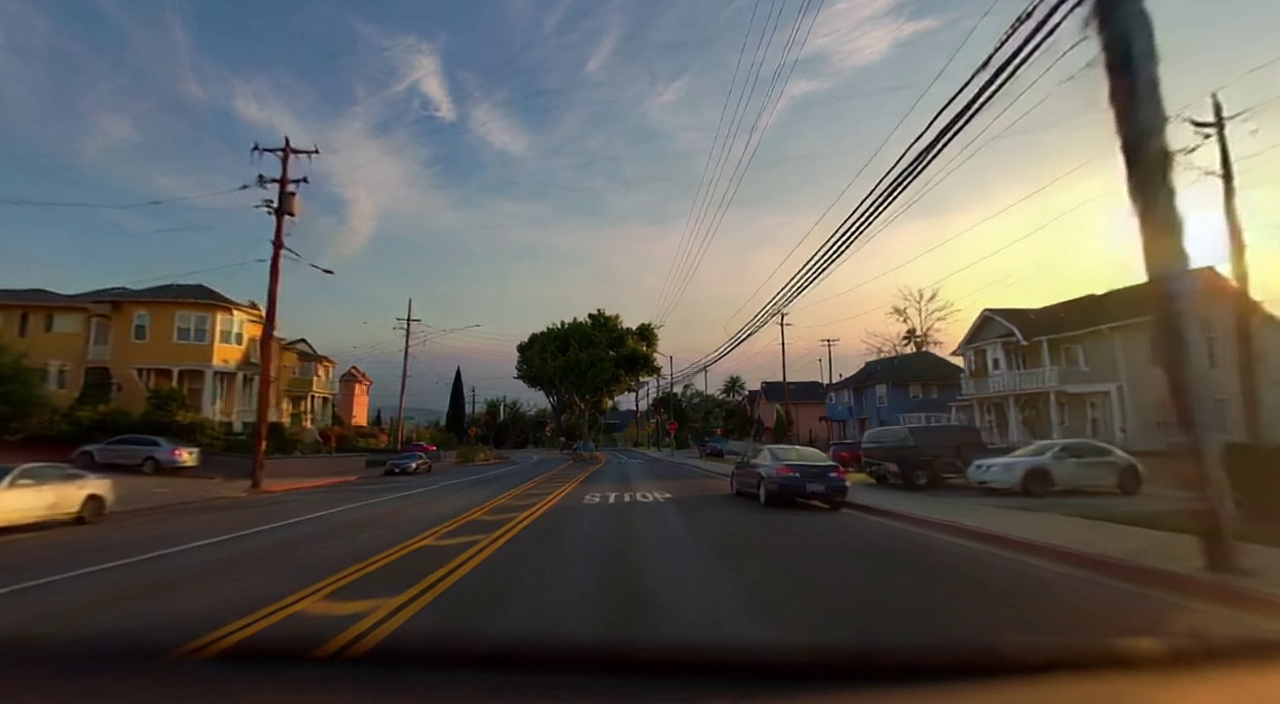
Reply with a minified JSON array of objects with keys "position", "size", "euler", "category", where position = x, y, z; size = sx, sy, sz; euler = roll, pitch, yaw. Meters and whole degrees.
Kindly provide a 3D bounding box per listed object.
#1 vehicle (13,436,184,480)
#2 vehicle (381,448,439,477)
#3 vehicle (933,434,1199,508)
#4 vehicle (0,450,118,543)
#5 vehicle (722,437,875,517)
[{"position":[-21.597,4.219,25.373],"size":[4.819,1.646,2.093],"euler":[0,-8,-2],"category":"vehicle"},{"position":[-12.959,6.229,35.844],"size":[1.957,1.459,4.913],"euler":[1,-8,-7],"category":"vehicle"},{"position":[9.317,2.641,14.420],"size":[4.658,1.465,2.025],"euler":[-4,-9,24],"category":"vehicle"},{"position":[-11.695,2.517,11.136],"size":[1.936,1.516,3.647],"euler":[0,-8,-3],"category":"vehicle"},{"position":[3.205,2.642,13.951],"size":[1.917,1.434,4.733],"euler":[0,-8,-3],"category":"vehicle"}]
